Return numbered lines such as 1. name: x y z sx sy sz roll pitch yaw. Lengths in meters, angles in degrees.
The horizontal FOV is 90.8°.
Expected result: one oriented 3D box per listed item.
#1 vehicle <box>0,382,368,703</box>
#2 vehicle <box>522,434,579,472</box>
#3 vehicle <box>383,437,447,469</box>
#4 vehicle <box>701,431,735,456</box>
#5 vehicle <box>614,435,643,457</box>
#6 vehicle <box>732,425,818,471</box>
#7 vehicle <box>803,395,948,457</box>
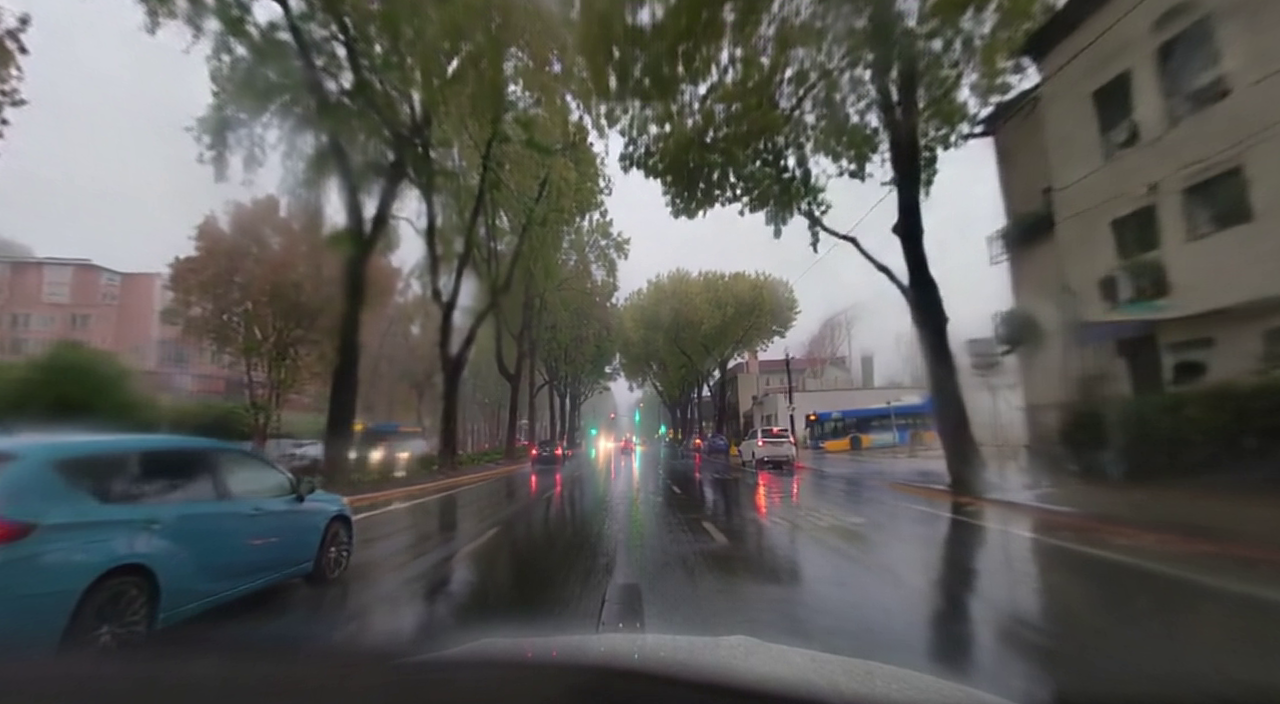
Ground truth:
1. vehicle: -3.675 1.102 3.980 1.995 1.524 4.438 0 -9 -1
2. vehicle: -3.857 4.418 27.892 1.934 1.522 4.287 0 -9 0
3. vehicle: -11.990 5.406 33.958 1.822 1.549 4.325 0 -9 0
4. vehicle: 5.848 6.939 47.817 1.945 1.829 4.305 0 -9 -2
5. vehicle: -0.798 6.806 45.599 1.999 1.520 3.896 0 -9 -1
6. vehicle: 5.859 4.291 28.357 2.390 1.816 6.050 0 -9 -1
7. vehicle: 14.787 4.715 40.092 7.722 2.908 3.067 -6 -7 -4
